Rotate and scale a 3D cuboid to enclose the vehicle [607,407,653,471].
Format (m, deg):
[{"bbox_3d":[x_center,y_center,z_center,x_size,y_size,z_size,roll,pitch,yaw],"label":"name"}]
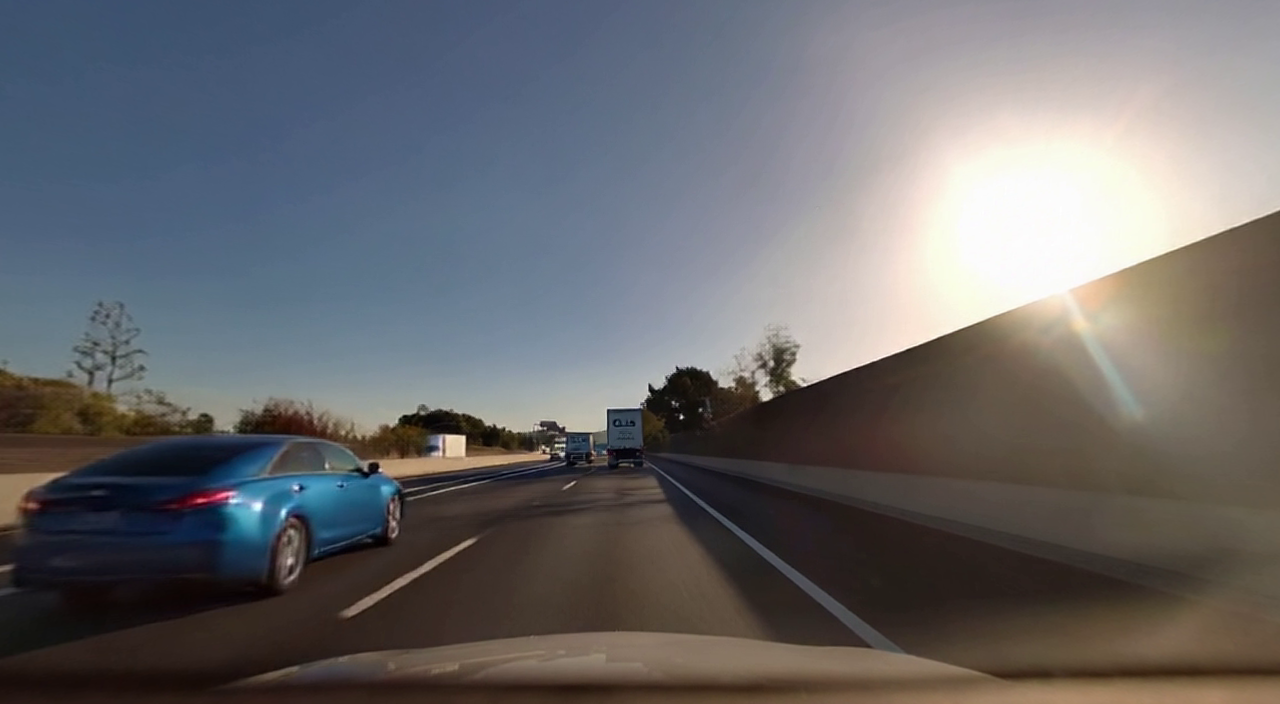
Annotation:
[{"bbox_3d":[-0.753,6.288,44.983,2.923,4.007,9.760,0,-9,-1],"label":"vehicle"}]

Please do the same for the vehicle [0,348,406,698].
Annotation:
[{"bbox_3d":[-4.356,1.335,6.102,2.226,1.935,5.130,0,-9,-1],"label":"vehicle"}]
